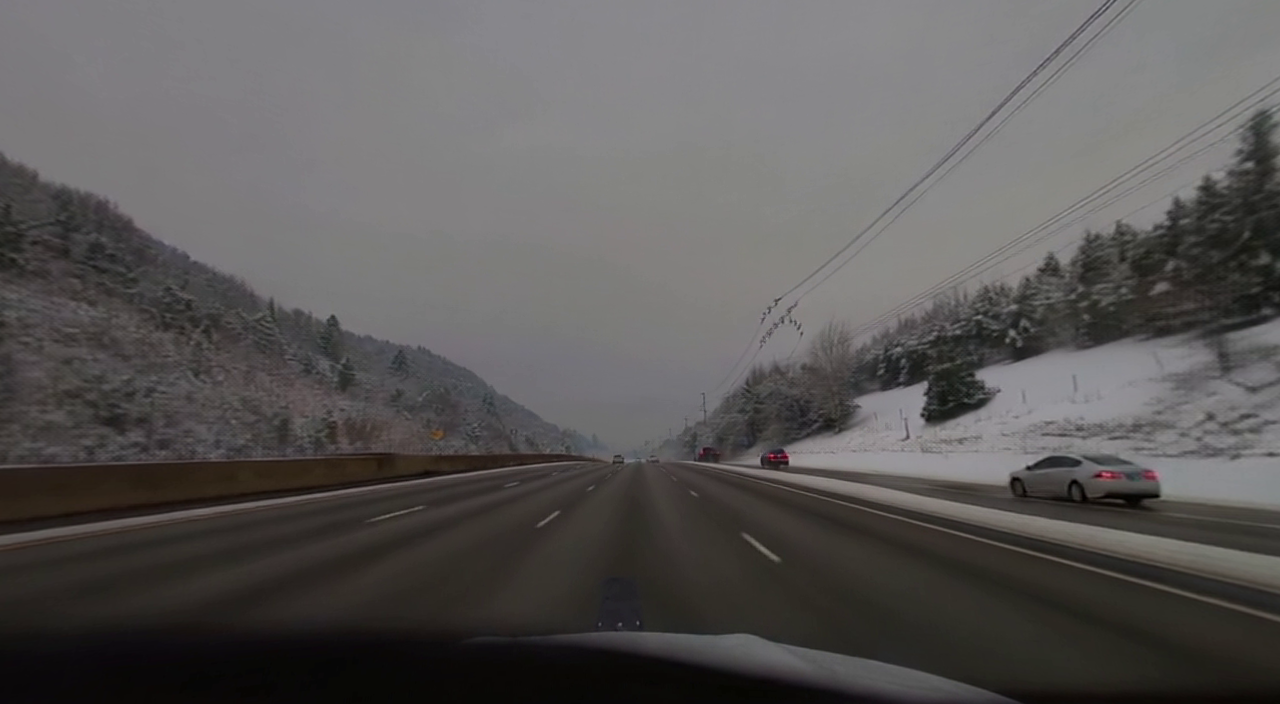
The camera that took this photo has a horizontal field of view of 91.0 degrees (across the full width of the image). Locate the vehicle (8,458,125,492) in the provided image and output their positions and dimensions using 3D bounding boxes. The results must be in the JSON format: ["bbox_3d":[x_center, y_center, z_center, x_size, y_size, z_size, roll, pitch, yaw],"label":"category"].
[{"bbox_3d":[-29.217,6.259,32.329,1.793,1.511,4.676,1,-9,-3],"label":"vehicle"}]

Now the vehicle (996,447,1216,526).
[{"bbox_3d":[9.934,2.845,13.880,1.884,1.486,3.770,0,-9,-1],"label":"vehicle"}]

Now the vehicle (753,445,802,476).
[{"bbox_3d":[8.886,7.012,41.017,2.108,1.870,4.435,0,-9,-1],"label":"vehicle"}]
